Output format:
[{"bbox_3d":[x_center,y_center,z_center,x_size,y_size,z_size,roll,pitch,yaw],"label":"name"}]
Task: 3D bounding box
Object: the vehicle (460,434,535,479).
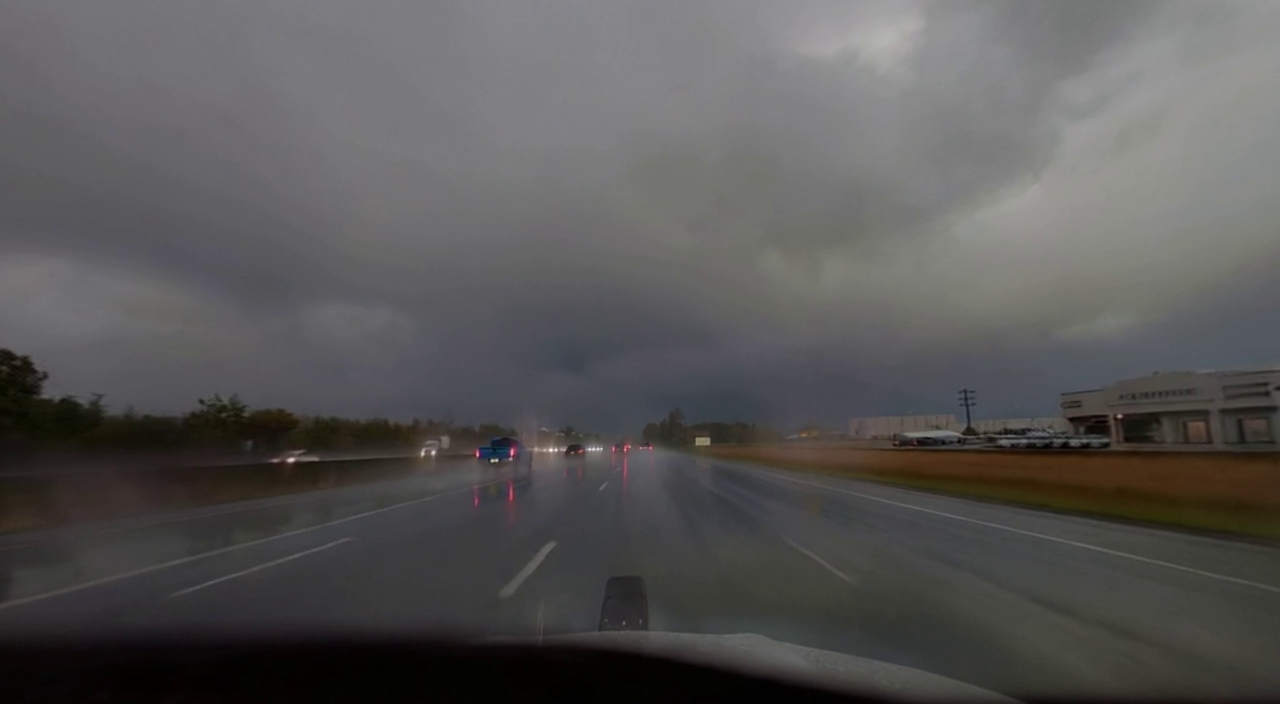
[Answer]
[{"bbox_3d":[-6.673,5.001,30.414,2.156,1.911,5.956,0,-9,1],"label":"vehicle"}]
